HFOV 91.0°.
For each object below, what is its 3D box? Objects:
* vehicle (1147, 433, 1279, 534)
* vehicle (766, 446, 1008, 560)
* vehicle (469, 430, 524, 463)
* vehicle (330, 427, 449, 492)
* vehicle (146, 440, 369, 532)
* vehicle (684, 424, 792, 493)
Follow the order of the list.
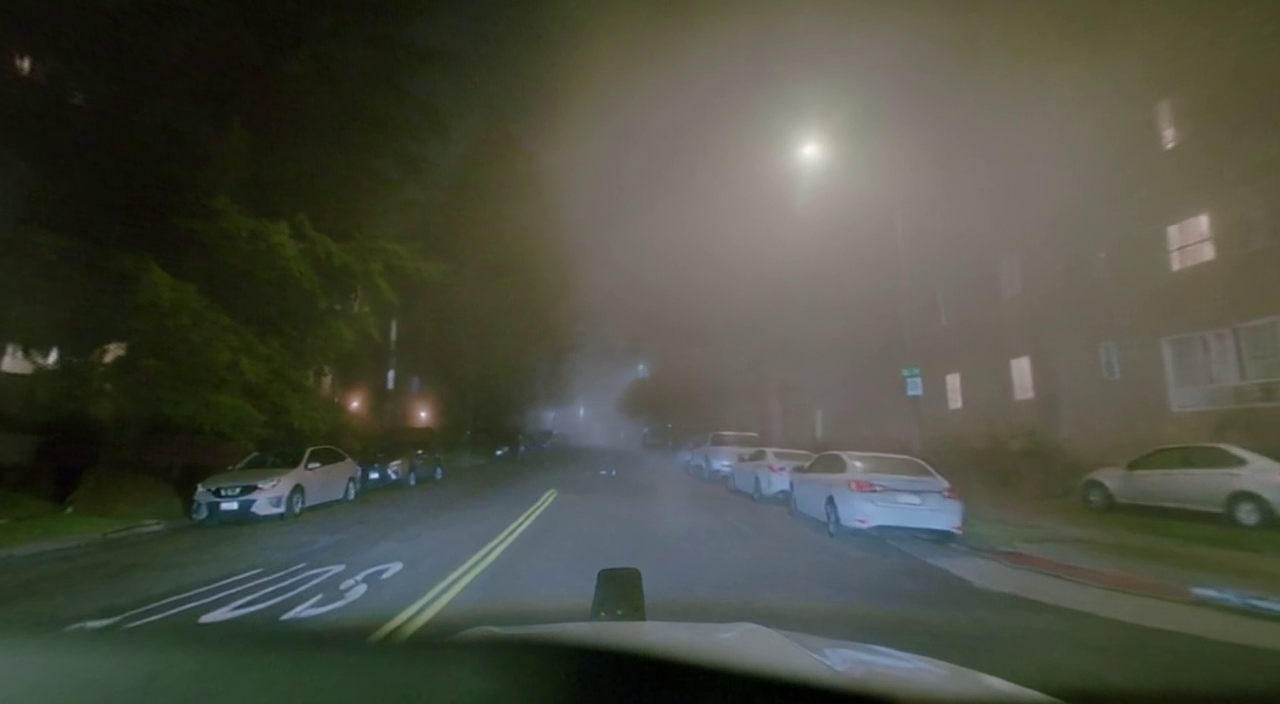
[{"bbox_3d":[10.885,2.036,10.067,3.821,1.417,2.061,1,-9,-4],"label":"vehicle"},{"bbox_3d":[3.590,2.258,10.322,1.977,1.410,4.744,0,-9,-1],"label":"vehicle"},{"bbox_3d":[-8.910,6.007,39.639,2.384,1.781,5.492,-3,-10,-2],"label":"vehicle"},{"bbox_3d":[-8.255,3.645,21.395,2.235,1.802,5.138,-2,-10,-4],"label":"vehicle"},{"bbox_3d":[-7.685,2.700,13.324,2.067,1.510,4.501,-2,-9,-3],"label":"vehicle"},{"bbox_3d":[3.065,3.554,21.366,2.365,1.970,6.011,0,-9,-3],"label":"vehicle"}]
